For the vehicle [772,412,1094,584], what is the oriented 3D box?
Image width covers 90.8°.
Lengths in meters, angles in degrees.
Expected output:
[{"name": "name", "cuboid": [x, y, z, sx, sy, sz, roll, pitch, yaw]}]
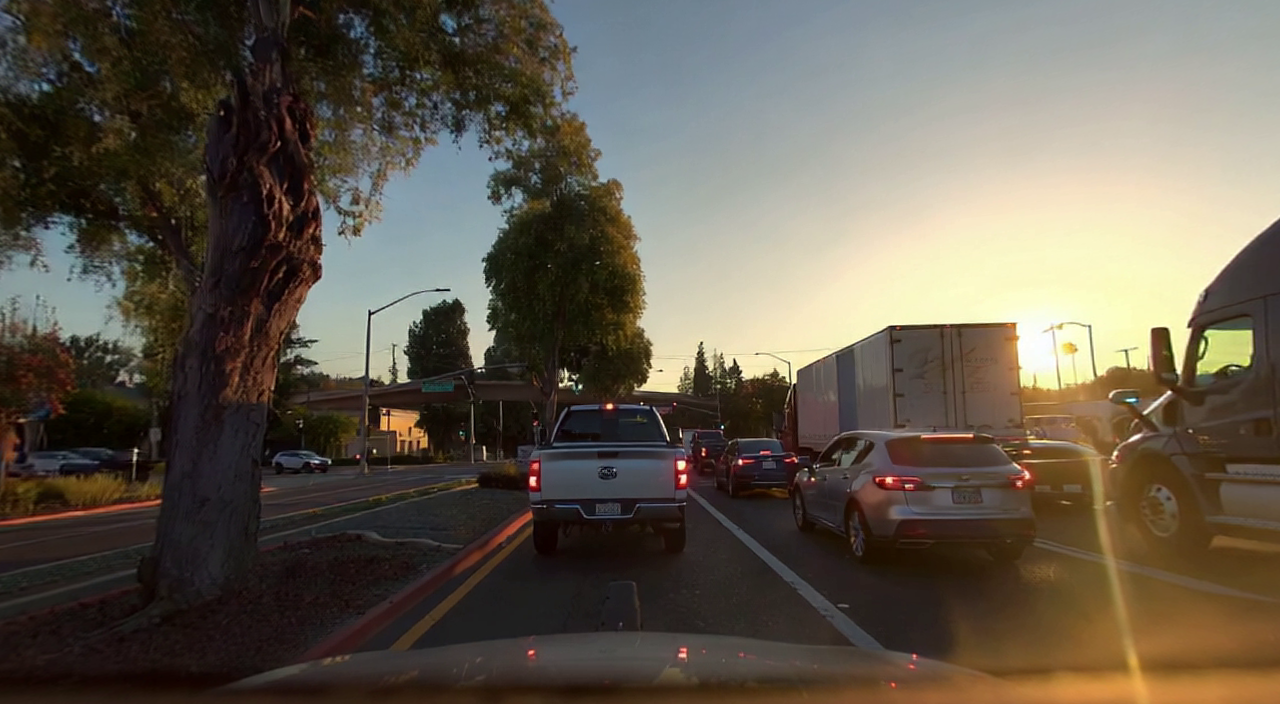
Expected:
[{"name": "vehicle", "cuboid": [3.254, 1.737, 8.437, 1.905, 1.587, 4.998, 0, -9, 0]}]

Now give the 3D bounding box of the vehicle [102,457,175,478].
[{"name": "vehicle", "cuboid": [-38.151, 8.790, 48.130, 4.150, 1.474, 1.826, -1, -9, 6]}]

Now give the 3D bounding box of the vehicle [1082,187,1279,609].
[{"name": "vehicle", "cuboid": [6.526, 0.107, 3.358, 2.802, 3.322, 7.429, 0, -9, -1]}]

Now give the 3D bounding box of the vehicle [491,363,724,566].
[{"name": "vehicle", "cuboid": [-0.362, 1.596, 9.459, 2.499, 2.183, 5.111, 0, -9, 0]}]

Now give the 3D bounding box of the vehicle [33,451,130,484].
[{"name": "vehicle", "cuboid": [-28.571, 5.899, 32.483, 1.730, 1.534, 3.922, 1, -9, -7]}]
